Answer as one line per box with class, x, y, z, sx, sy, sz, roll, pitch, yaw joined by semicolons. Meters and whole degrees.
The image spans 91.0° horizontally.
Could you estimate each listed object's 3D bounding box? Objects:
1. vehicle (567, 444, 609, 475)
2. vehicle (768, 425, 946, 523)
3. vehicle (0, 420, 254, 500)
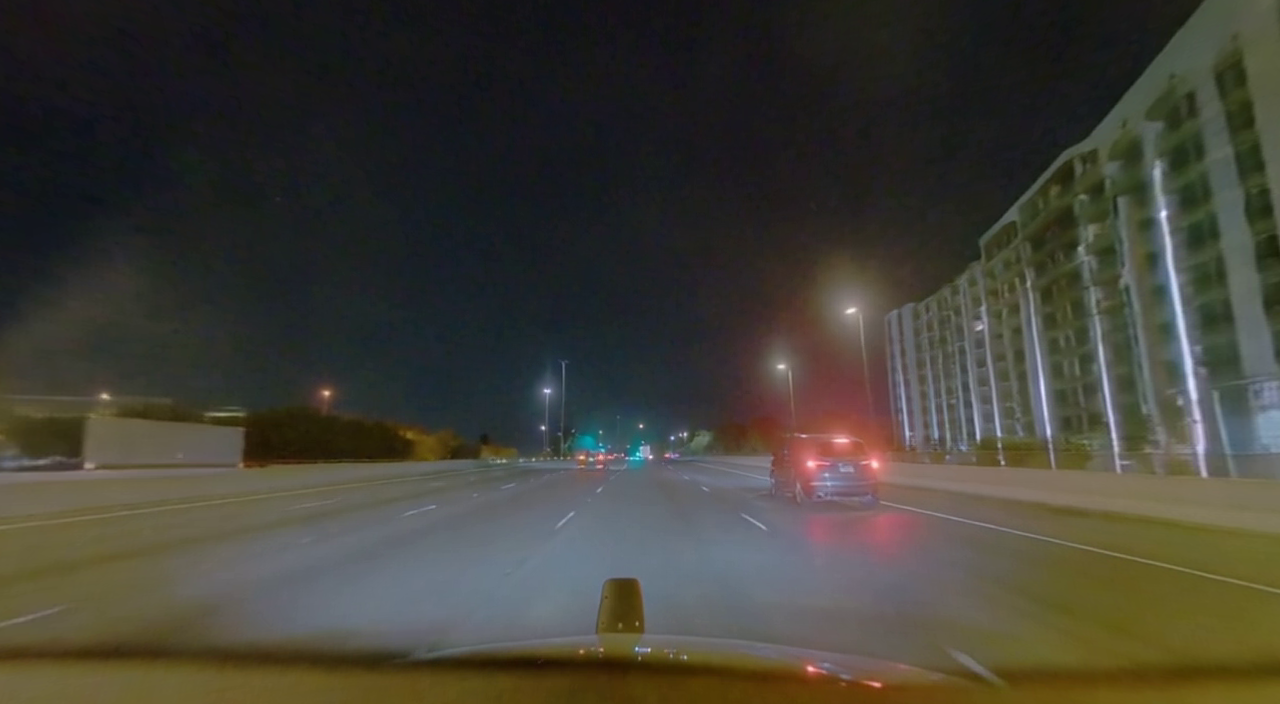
vehicle;-3.076;6.449;38.139;2.075;1.721;4.763;0;-9;0
vehicle;4.389;2.562;13.717;2.170;1.733;4.631;0;-9;0
vehicle;-31.297;6.718;39.951;2.885;3.956;16.583;0;-9;1
